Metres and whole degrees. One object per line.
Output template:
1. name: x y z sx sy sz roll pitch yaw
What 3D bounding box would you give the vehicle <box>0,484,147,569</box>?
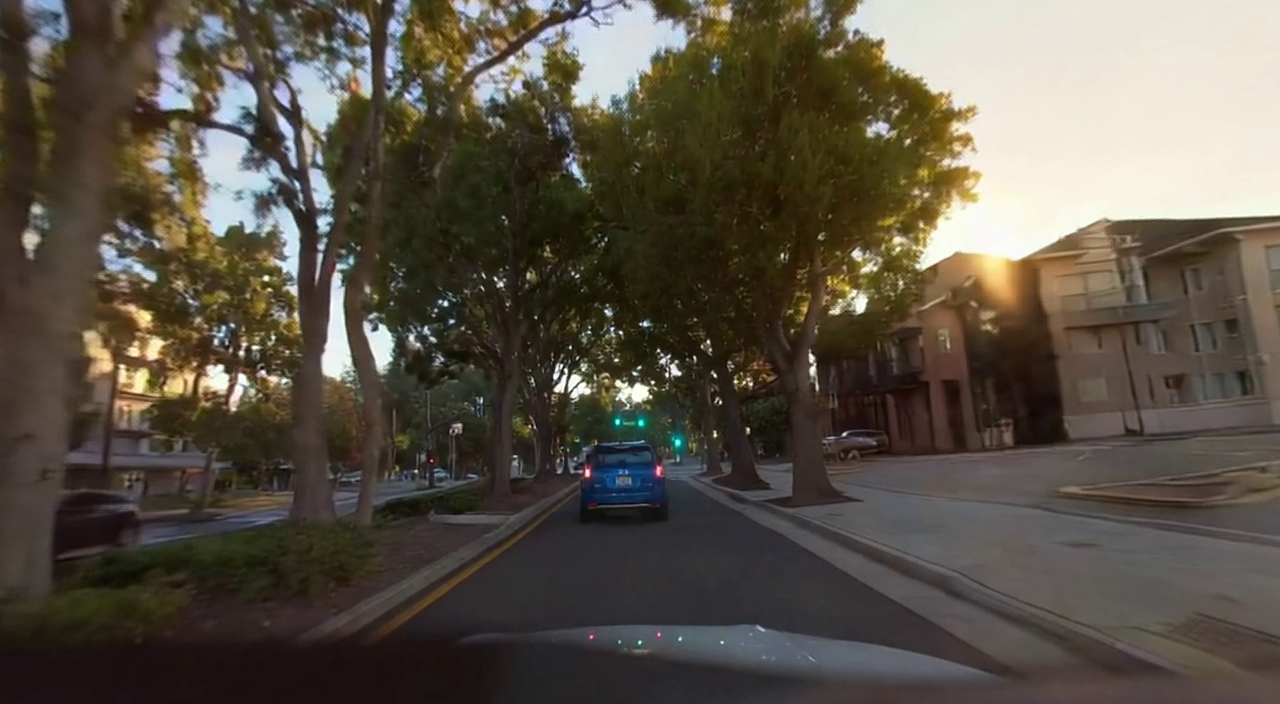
1. vehicle: -15.640 4.464 16.643 1.785 1.699 4.328 0 -9 0

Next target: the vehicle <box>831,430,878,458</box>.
1. vehicle: 16.092 6.953 47.684 2.039 1.990 5.111 -1 -9 3

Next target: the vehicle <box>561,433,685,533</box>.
1. vehicle: -0.341 2.582 13.007 2.136 1.703 3.910 0 -9 -1
